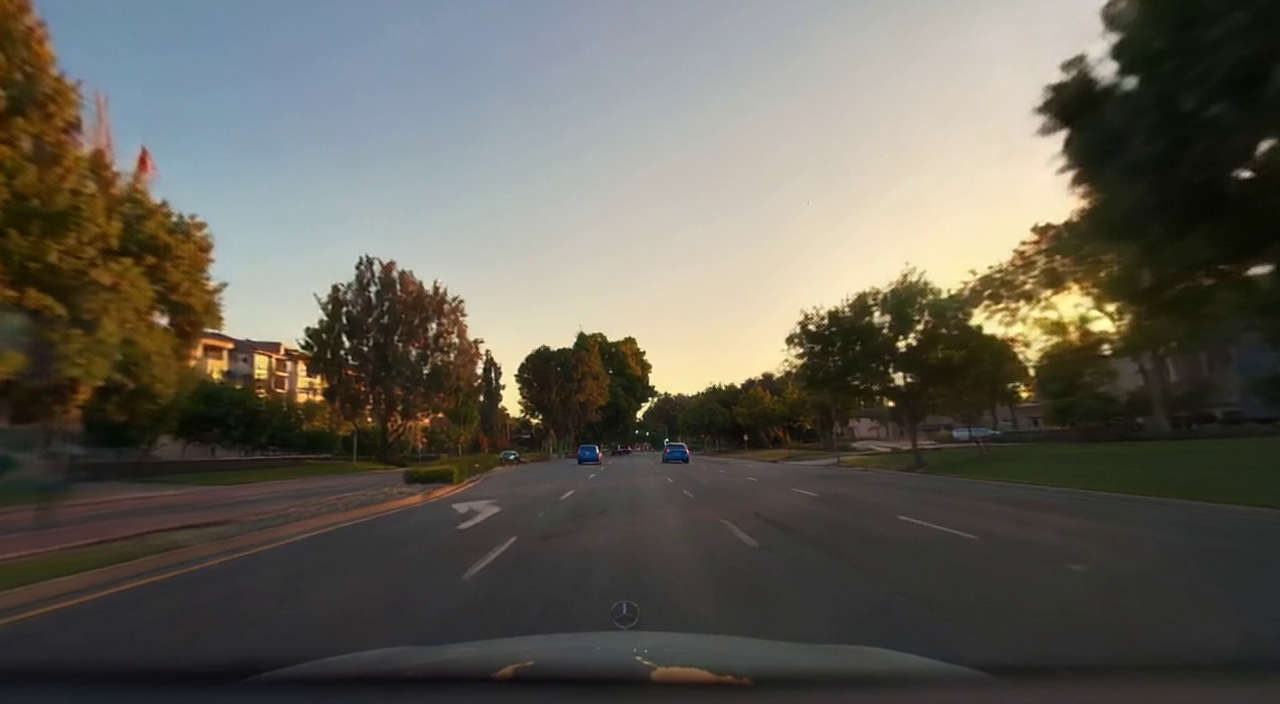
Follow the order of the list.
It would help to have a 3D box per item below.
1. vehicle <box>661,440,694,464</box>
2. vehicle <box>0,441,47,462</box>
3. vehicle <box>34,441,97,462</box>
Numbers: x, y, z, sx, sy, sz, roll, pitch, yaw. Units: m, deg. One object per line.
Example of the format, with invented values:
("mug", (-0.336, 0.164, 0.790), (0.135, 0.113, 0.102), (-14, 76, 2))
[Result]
("vehicle", (2.813, 7.553, 47.961), (2.072, 1.696, 4.177), (0, -8, -2))
("vehicle", (-44.604, 6.943, 44.128), (4.295, 1.423, 1.971), (0, -8, 1))
("vehicle", (-45.117, 7.833, 49.613), (3.379, 1.375, 1.601), (-4, -9, -1))
